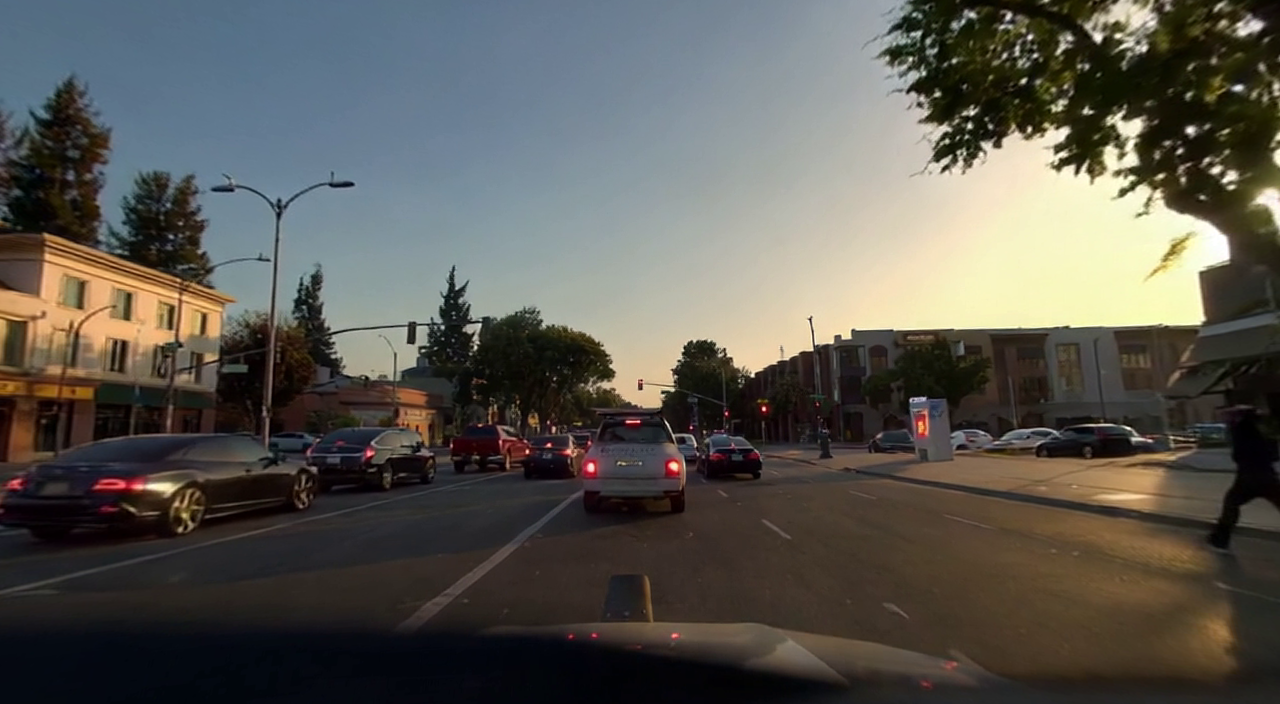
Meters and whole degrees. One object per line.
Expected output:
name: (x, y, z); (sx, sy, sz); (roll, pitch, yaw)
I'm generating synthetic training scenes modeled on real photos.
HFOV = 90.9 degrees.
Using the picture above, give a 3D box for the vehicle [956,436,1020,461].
vehicle: (20.804, 5.760, 37.678); (3.836, 1.443, 1.694); (5, -10, -34)

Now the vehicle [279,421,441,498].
vehicle: (-6.845, 2.683, 16.078); (1.941, 1.655, 4.503); (0, -8, 2)

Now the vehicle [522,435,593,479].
vehicle: (-2.950, 3.844, 23.331); (1.894, 1.461, 4.080); (0, -8, 3)

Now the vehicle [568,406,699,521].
vehicle: (-0.098, 2.083, 12.208); (2.064, 1.817, 4.298); (0, -8, 0)

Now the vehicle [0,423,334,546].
vehicle: (-6.800, 1.917, 9.806); (1.831, 1.451, 4.382); (0, -8, 0)

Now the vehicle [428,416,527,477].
vehicle: (-6.106, 3.649, 24.306); (2.496, 2.112, 4.351); (0, -8, 2)

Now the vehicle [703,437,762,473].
vehicle: (3.900, 4.426, 27.317); (2.023, 1.441, 4.240); (0, -8, 2)

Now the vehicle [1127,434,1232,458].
vehicle: (29.982, 5.232, 35.123); (4.176, 1.313, 1.719); (0, -8, 3)

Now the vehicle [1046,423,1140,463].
vehicle: (19.847, 3.977, 27.589); (4.156, 1.622, 1.924); (6, -10, -34)
